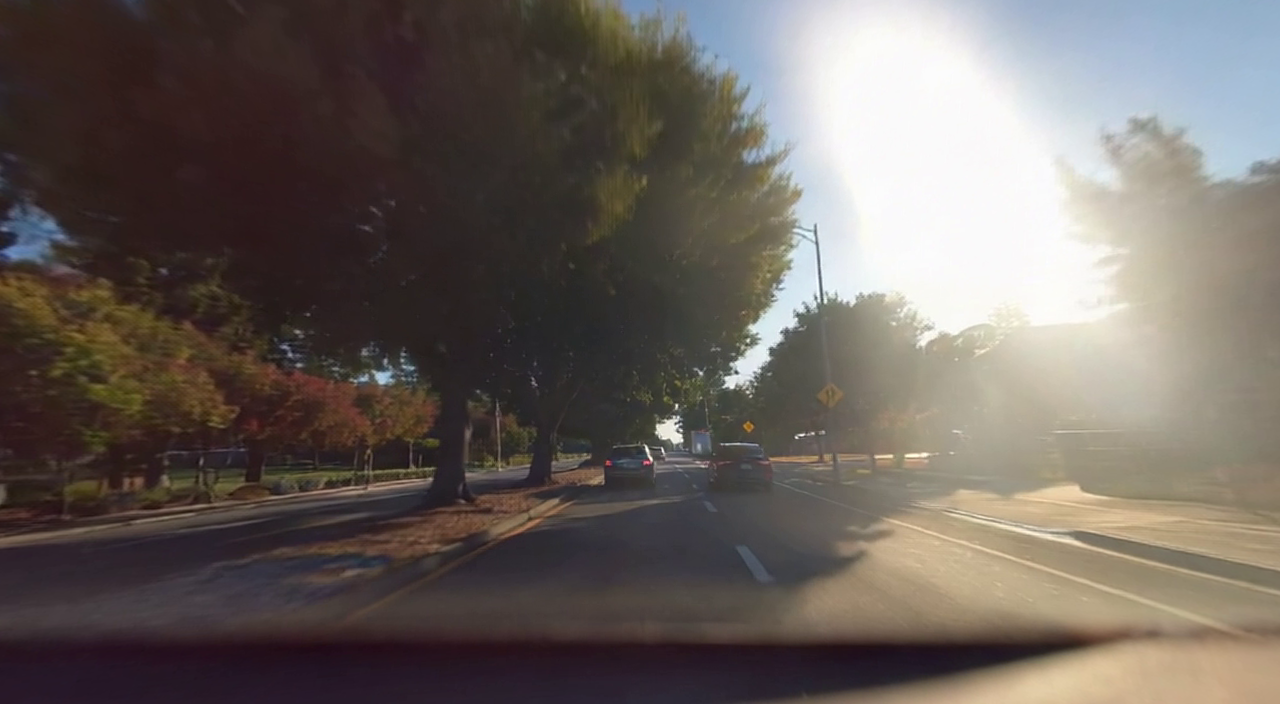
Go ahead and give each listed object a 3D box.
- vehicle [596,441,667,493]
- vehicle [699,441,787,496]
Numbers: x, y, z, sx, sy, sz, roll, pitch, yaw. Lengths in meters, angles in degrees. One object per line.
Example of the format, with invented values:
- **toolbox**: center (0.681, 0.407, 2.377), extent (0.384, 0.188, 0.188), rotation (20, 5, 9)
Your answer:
- **vehicle**: center (-0.158, 3.646, 20.316), extent (2.030, 1.467, 4.403), rotation (-1, -9, 3)
- **vehicle**: center (2.959, 3.449, 19.010), extent (2.065, 1.456, 4.099), rotation (0, -9, 1)
